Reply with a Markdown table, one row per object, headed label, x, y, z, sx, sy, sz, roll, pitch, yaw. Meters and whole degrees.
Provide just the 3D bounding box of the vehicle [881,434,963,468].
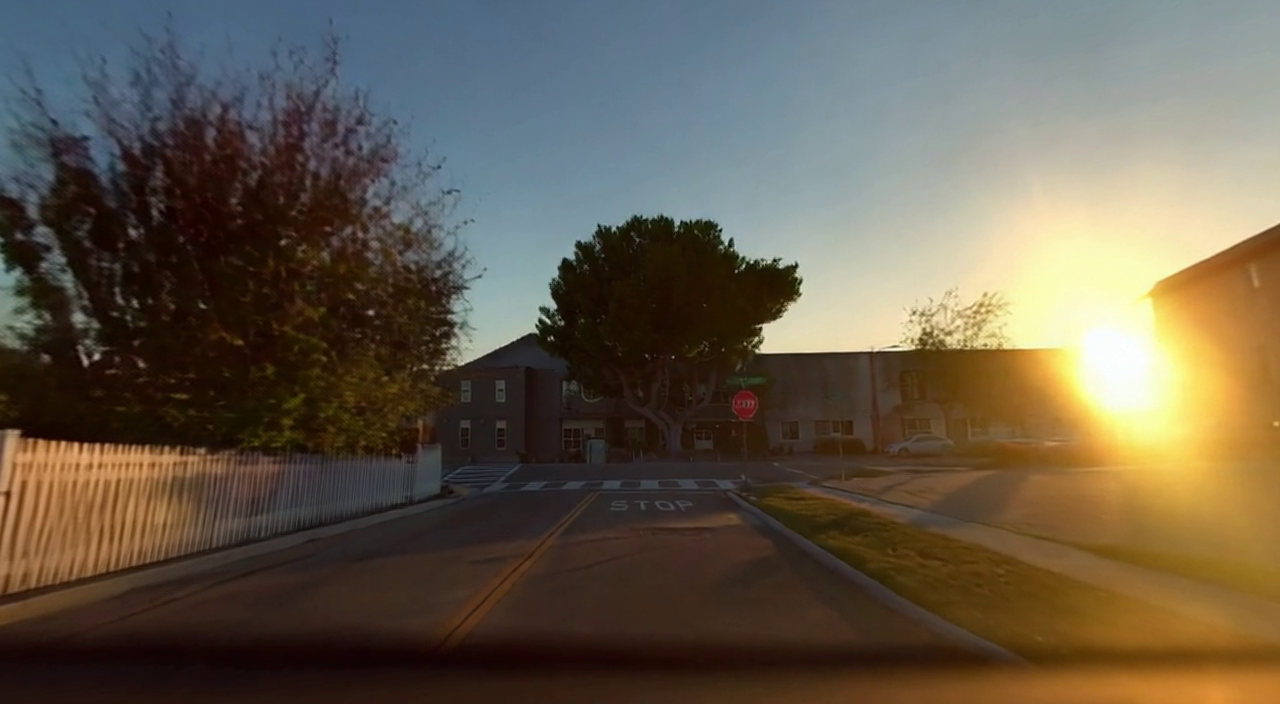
| label | x | y | z | sx | sy | sz | roll | pitch | yaw |
| --- | --- | --- | --- | --- | --- | --- | --- | --- | --- |
| vehicle | 18.994 | 6.673 | 42.597 | 2.395 | 2.164 | 4.475 | 5 | -9 | -26 |
